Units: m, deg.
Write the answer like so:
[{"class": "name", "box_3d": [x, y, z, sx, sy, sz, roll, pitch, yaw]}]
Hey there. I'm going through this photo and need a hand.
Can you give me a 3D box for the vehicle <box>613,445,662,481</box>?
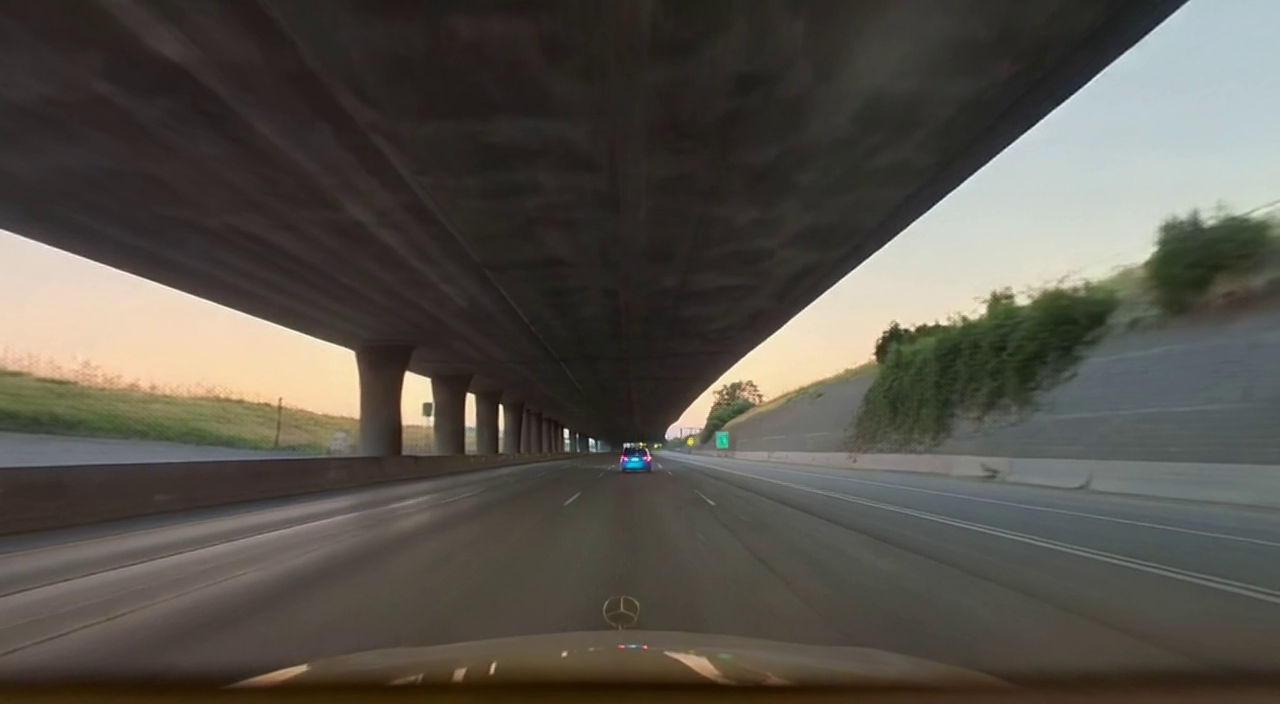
[{"class": "vehicle", "box_3d": [-0.161, 5.055, 28.976, 2.055, 1.501, 4.321, 0, -9, -1]}]
